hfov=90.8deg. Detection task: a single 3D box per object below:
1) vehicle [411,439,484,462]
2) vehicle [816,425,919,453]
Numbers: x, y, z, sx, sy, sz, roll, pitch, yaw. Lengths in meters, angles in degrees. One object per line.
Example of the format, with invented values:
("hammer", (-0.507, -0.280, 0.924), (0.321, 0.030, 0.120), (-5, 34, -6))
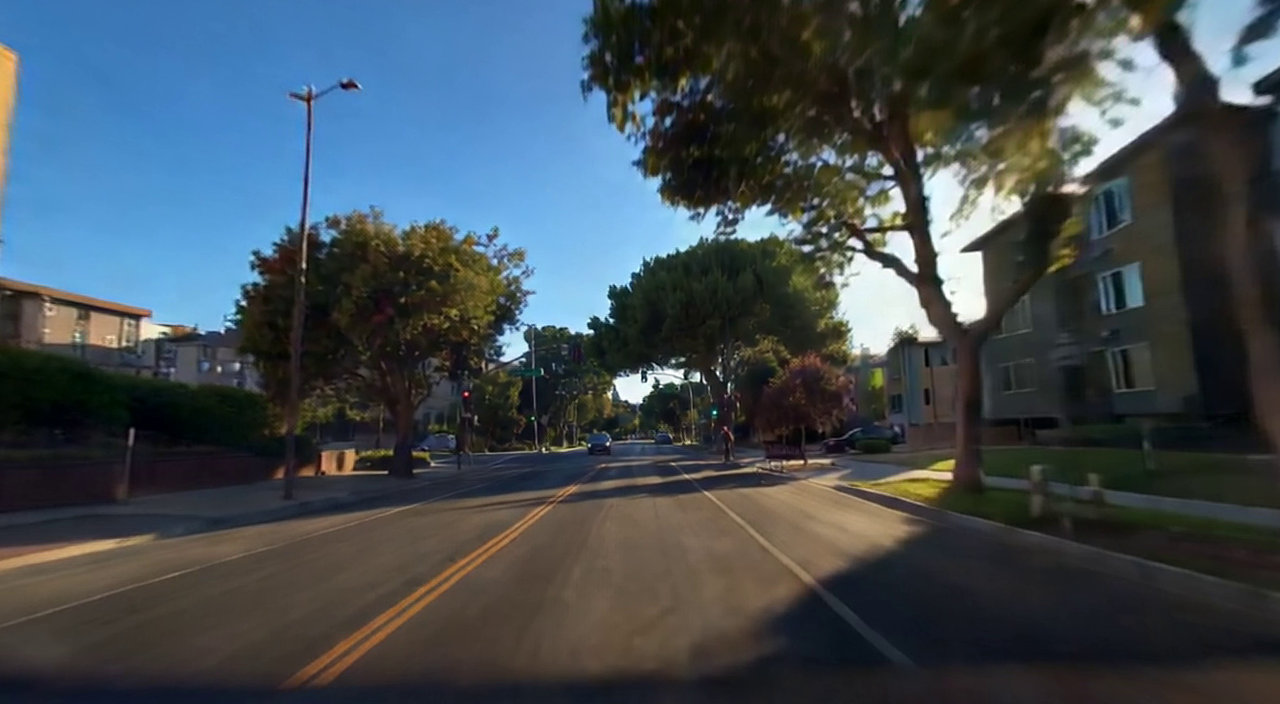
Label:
("vehicle", (-12.536, 6.443, 41.273), (4.135, 1.424, 1.945), (-1, -9, 4))
("vehicle", (12.670, 4.893, 35.391), (4.908, 1.521, 2.108), (0, -9, -4))
